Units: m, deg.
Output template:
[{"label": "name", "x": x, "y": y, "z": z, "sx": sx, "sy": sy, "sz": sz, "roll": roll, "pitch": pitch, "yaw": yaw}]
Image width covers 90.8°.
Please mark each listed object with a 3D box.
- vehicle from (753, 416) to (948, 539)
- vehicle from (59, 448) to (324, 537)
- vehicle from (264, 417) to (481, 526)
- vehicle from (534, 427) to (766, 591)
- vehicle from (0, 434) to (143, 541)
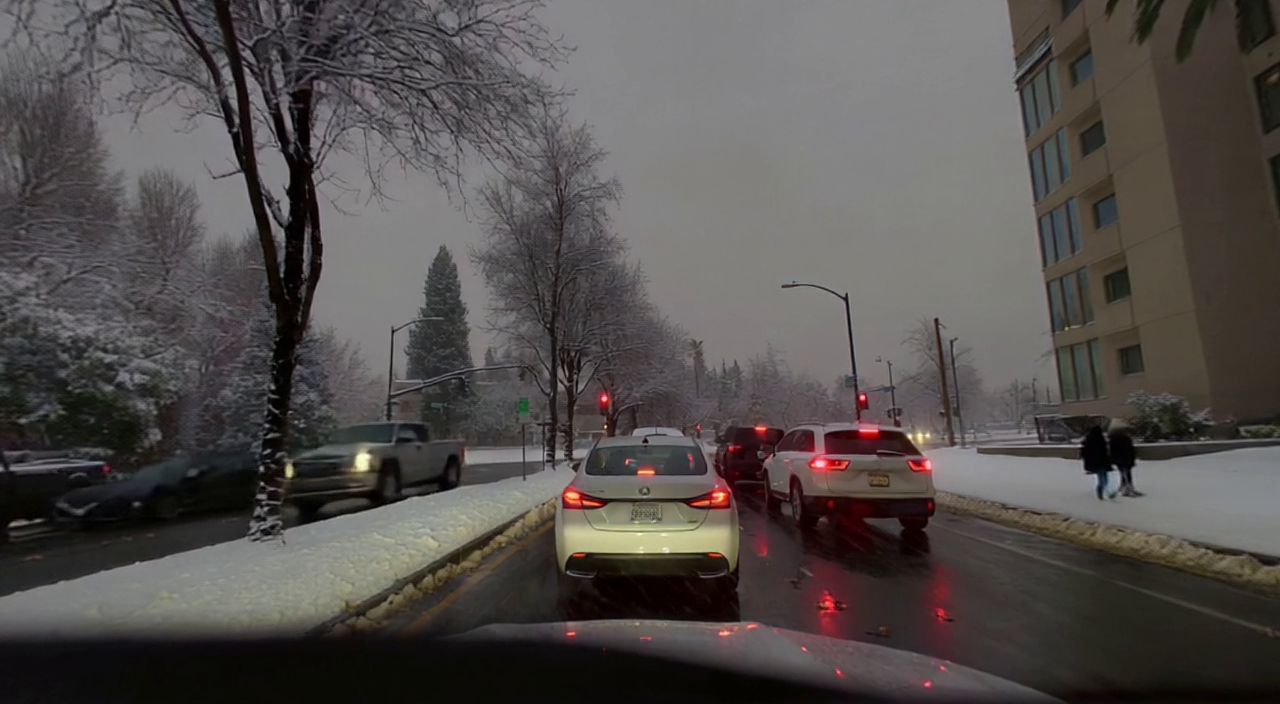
[{"label": "vehicle", "x": 3.396, "y": 2.112, "z": 11.239, "sx": 2.003, "sy": 1.733, "sz": 4.319, "roll": 0, "pitch": -8, "yaw": 1}, {"label": "vehicle", "x": -8.583, "y": 2.678, "z": 12.776, "sx": 1.898, "sy": 1.439, "sz": 4.540, "roll": -1, "pitch": -8, "yaw": 2}, {"label": "vehicle", "x": -5.204, "y": 2.400, "z": 13.274, "sx": 2.068, "sy": 1.811, "sz": 4.910, "roll": -2, "pitch": -9, "yaw": 5}, {"label": "vehicle", "x": 0.131, "y": 1.716, "z": 7.747, "sx": 2.088, "sy": 1.452, "sz": 3.993, "roll": 0, "pitch": -8, "yaw": 1}, {"label": "vehicle", "x": -13.055, "y": 2.720, "z": 12.294, "sx": 2.240, "sy": 1.964, "sz": 5.707, "roll": -6, "pitch": -8, "yaw": 0}]
